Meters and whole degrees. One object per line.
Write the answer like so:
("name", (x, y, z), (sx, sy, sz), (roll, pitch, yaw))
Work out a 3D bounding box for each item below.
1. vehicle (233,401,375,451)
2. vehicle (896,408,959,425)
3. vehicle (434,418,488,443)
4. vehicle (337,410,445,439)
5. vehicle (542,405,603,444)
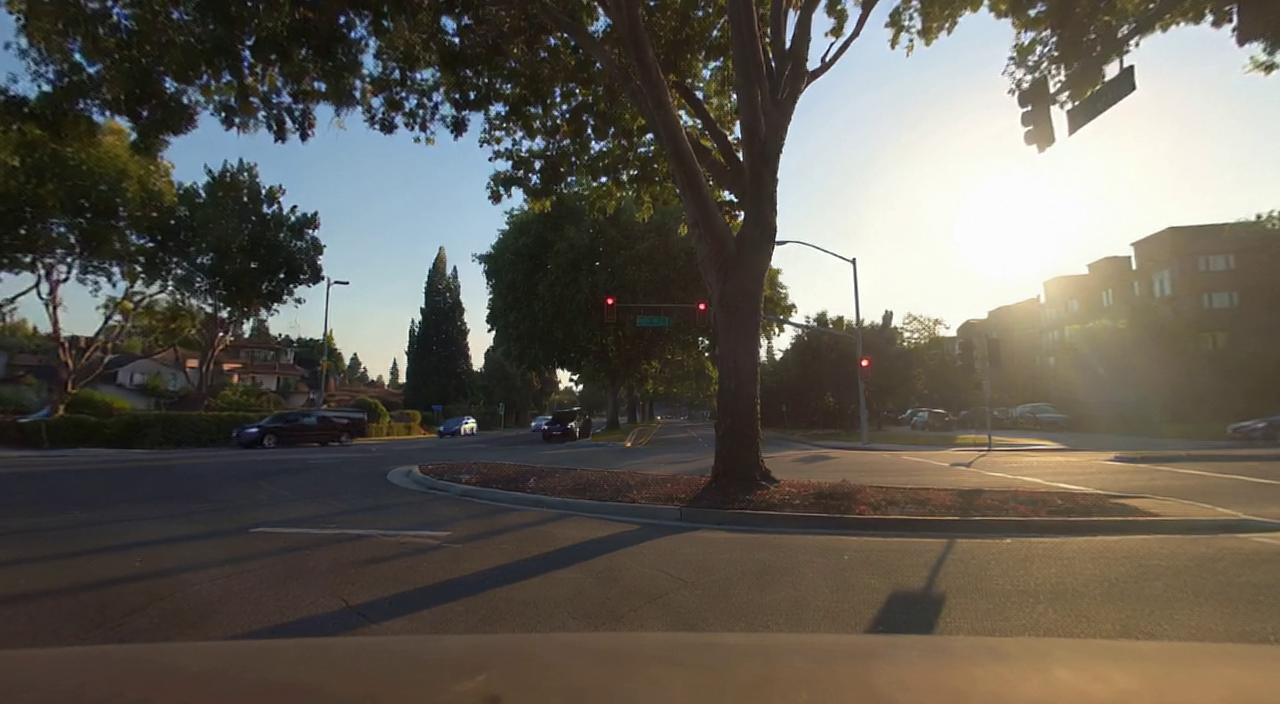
("vehicle", (-14.108, 3.232, 26.938), (2.340, 1.902, 4.920), (-3, -9, 20))
("vehicle", (22.002, 4.938, 48.440), (3.933, 1.219, 1.700), (-1, -9, 3))
("vehicle", (-11.315, 5.032, 40.213), (1.899, 1.510, 4.294), (-1, -8, 4))
("vehicle", (-17.131, 5.094, 43.762), (6.496, 1.847, 2.164), (8, -11, -42))
("vehicle", (-3.484, 3.987, 33.896), (2.306, 1.907, 5.382), (-1, -9, 4))
